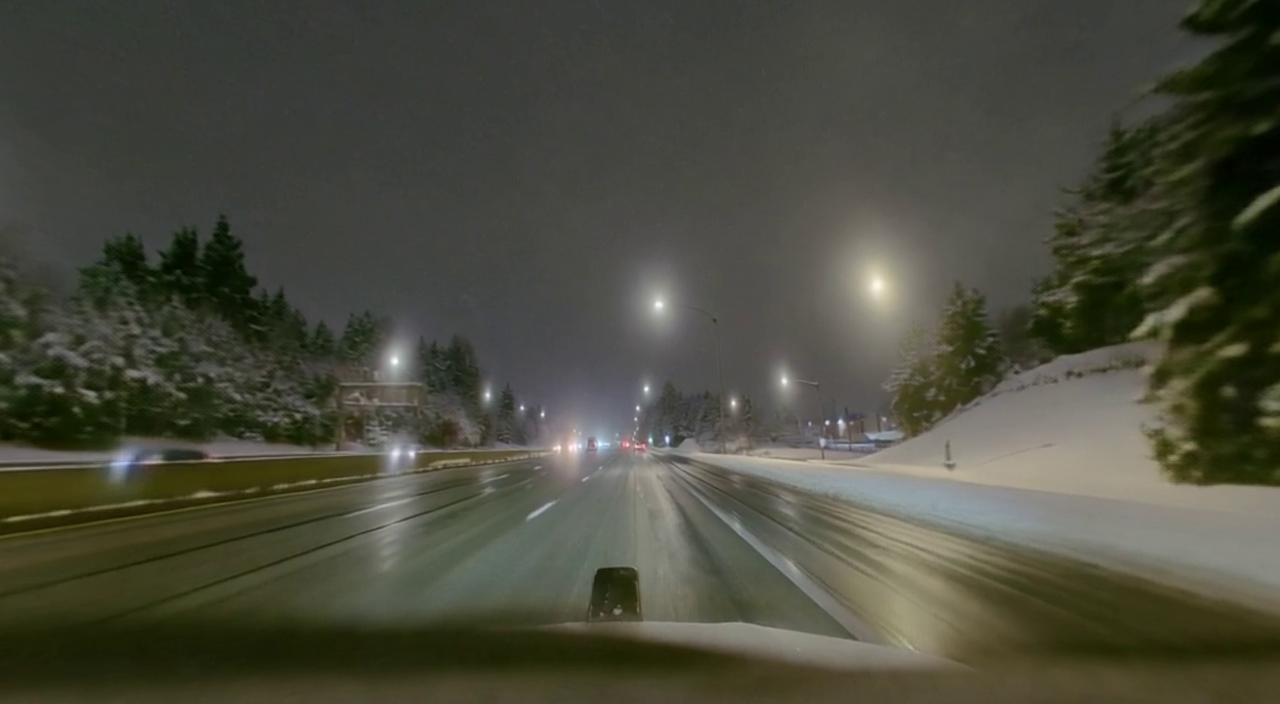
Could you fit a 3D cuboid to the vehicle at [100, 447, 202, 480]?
[{"bbox_3d":[-25.241,5.743,32.812,1.811,1.539,4.341,0,-8,0],"label":"vehicle"}]
